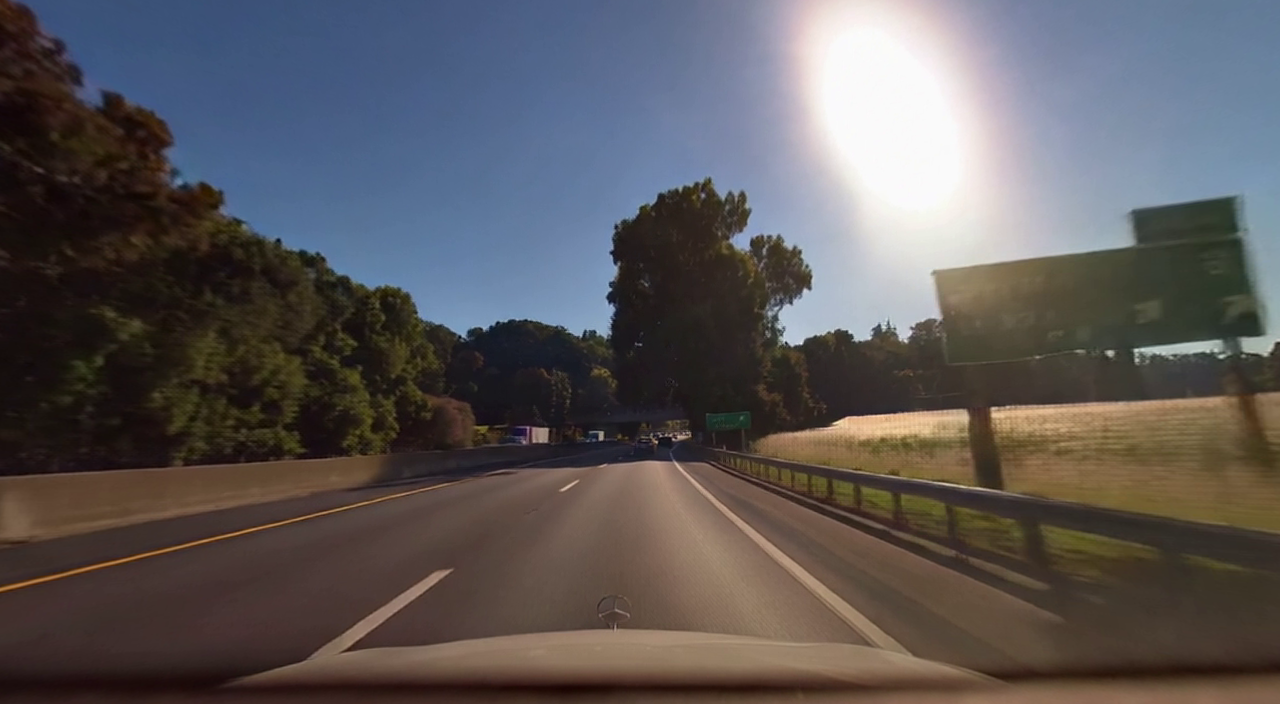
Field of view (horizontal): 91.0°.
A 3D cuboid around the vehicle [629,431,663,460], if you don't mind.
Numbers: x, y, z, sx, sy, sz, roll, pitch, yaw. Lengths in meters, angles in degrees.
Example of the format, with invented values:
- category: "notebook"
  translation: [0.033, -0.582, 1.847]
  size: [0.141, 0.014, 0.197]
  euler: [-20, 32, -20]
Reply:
- category: "vehicle"
  translation: [0.403, 6.274, 42.473]
  size: [2.188, 1.825, 4.282]
  euler: [-1, -8, 1]
